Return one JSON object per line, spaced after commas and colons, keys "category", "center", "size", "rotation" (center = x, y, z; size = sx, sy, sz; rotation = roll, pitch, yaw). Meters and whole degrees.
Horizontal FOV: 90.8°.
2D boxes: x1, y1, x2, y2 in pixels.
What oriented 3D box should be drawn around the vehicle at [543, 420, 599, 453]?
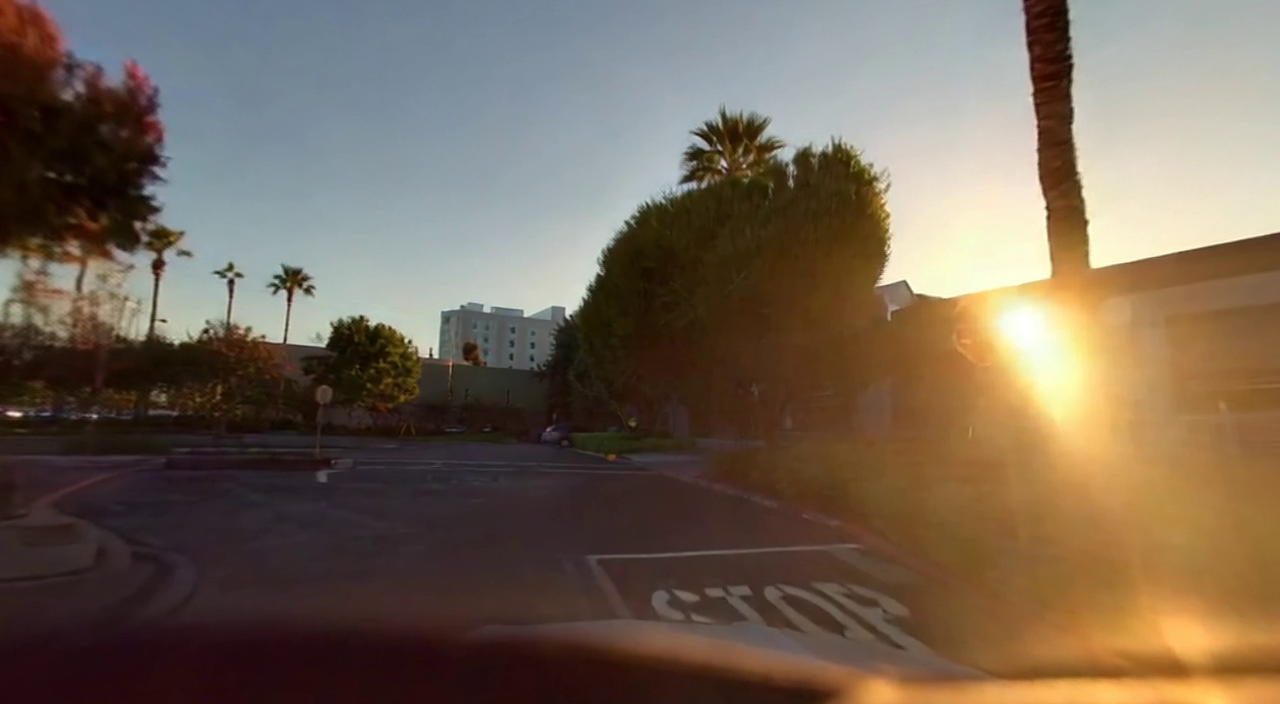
{"category": "vehicle", "center": [-3.965, 4.825, 35.650], "size": [2.071, 1.700, 4.367], "rotation": [3, -9, -21]}
